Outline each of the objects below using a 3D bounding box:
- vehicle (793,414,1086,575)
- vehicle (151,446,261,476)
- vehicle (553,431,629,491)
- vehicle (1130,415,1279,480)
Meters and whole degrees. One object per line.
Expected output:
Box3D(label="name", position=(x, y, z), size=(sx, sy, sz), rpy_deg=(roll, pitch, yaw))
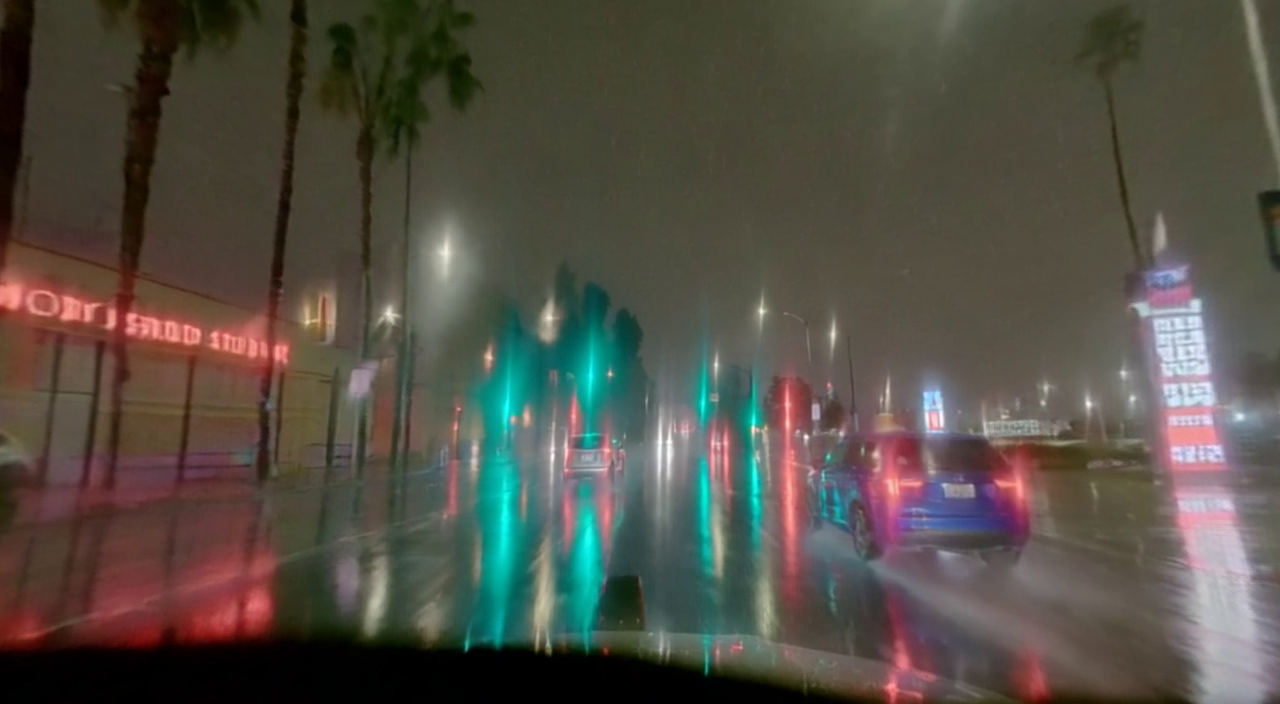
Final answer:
Box3D(label="vehicle", position=(3.649, 1.807, 8.815), size=(1.983, 1.654, 4.354), rpy_deg=(0, -8, 1))
Box3D(label="vehicle", position=(-23.989, 6.006, 35.145), size=(1.800, 1.462, 4.752), rpy_deg=(-4, -9, 23))
Box3D(label="vehicle", position=(-1.415, 3.401, 20.109), size=(2.063, 1.664, 4.471), rpy_deg=(0, -8, 0))
Box3D(label="vehicle", position=(16.567, 2.756, 18.372), size=(4.380, 1.659, 1.930), rpy_deg=(4, -9, -28))
